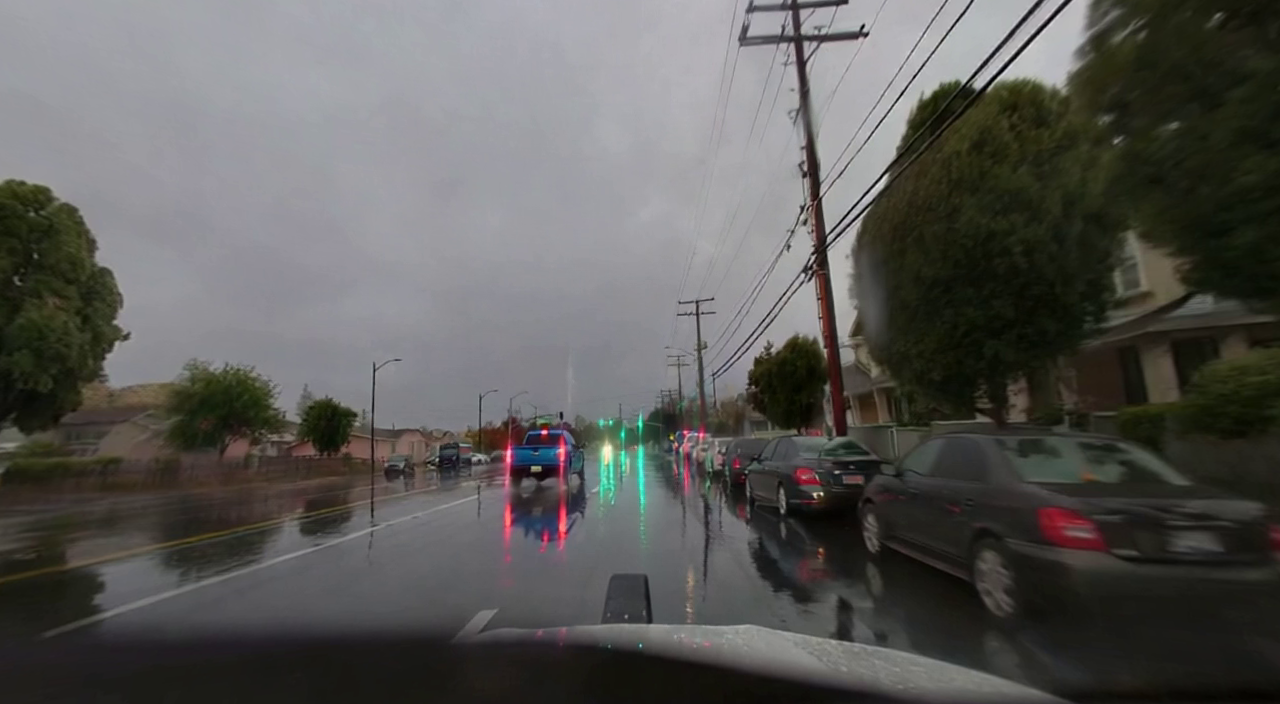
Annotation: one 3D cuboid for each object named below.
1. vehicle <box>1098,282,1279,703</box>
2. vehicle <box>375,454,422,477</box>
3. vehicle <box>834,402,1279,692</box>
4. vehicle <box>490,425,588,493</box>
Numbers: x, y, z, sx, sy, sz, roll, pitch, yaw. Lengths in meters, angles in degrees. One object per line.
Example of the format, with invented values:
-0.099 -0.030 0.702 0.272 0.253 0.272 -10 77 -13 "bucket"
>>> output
2.851 0.431 0.232 2.029 1.727 4.384 0 -9 0 "vehicle"
-18.573 8.745 48.696 1.908 1.614 4.092 -1 -9 2 "vehicle"
3.354 1.367 5.660 1.921 1.520 4.526 -1 -9 2 "vehicle"
-3.074 3.418 20.524 2.242 1.890 5.306 0 -9 1 "vehicle"
